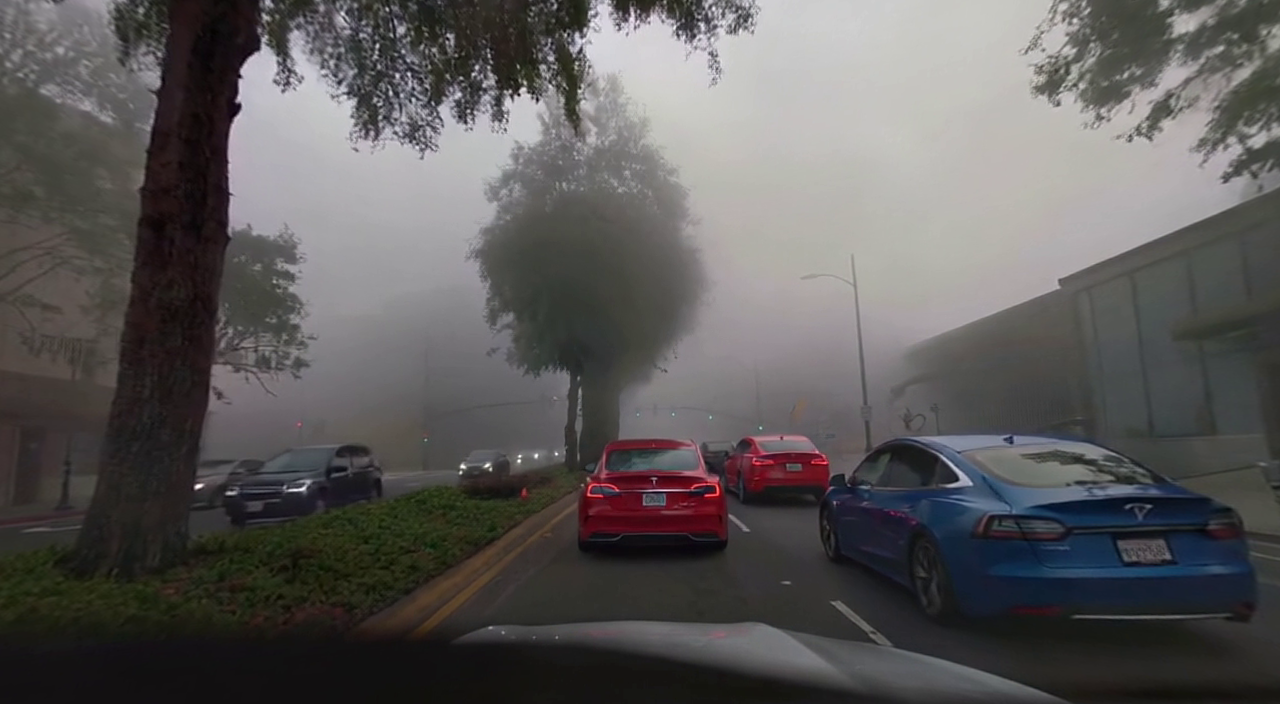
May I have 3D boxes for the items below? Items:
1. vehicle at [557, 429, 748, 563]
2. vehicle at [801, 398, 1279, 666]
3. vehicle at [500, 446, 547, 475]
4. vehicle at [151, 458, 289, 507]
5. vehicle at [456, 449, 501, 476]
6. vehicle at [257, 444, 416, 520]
[{"bbox_3d":[0.148,1.915,9.116,2.137,1.488,3.938,0,-8,0],"label":"vehicle"},{"bbox_3d":[3.215,1.447,6.226,2.038,1.651,4.455,0,-8,0],"label":"vehicle"},{"bbox_3d":[-7.421,6.962,40.730,2.036,1.705,4.520,0,-8,2],"label":"vehicle"},{"bbox_3d":[-14.912,4.630,22.717,1.999,1.462,4.200,0,-8,1],"label":"vehicle"},{"bbox_3d":[-10.423,7.149,40.944,1.690,1.628,4.281,0,-8,1],"label":"vehicle"},{"bbox_3d":[-7.591,3.236,16.351,1.968,1.682,4.213,0,-8,1],"label":"vehicle"}]
